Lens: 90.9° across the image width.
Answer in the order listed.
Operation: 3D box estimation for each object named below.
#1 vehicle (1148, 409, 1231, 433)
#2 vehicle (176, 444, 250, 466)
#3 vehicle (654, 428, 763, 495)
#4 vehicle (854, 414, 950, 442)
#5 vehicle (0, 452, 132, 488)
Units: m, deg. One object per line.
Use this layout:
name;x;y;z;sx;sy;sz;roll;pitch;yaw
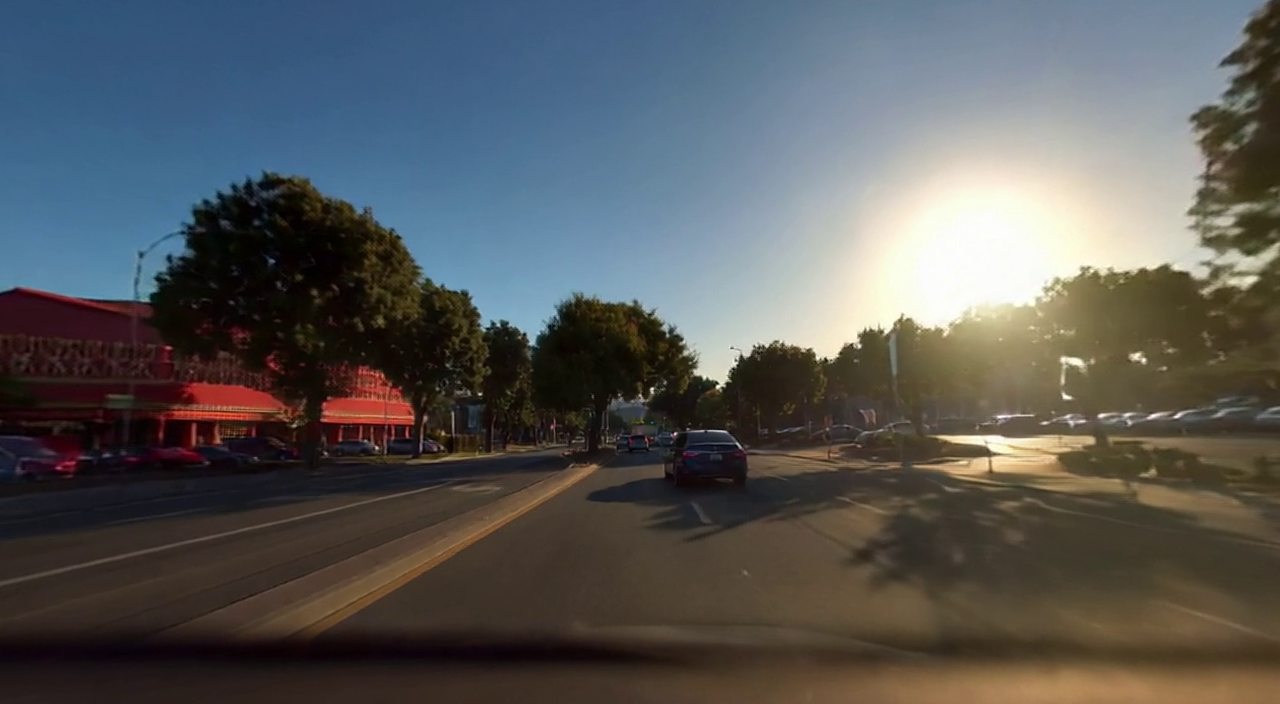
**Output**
vehicle;34.135;4.350;39.324;1.882;1.392;4.562;-2;-8;12
vehicle;-33.572;8.068;49.638;4.214;1.609;2.092;0;-8;-2
vehicle;1.610;2.816;16.612;2.091;1.472;4.697;0;-8;-3
vehicle;19.563;5.726;47.200;6.173;1.962;2.208;0;-9;0
vehicle;-23.497;4.793;25.672;4.077;1.342;1.813;-1;-8;4
